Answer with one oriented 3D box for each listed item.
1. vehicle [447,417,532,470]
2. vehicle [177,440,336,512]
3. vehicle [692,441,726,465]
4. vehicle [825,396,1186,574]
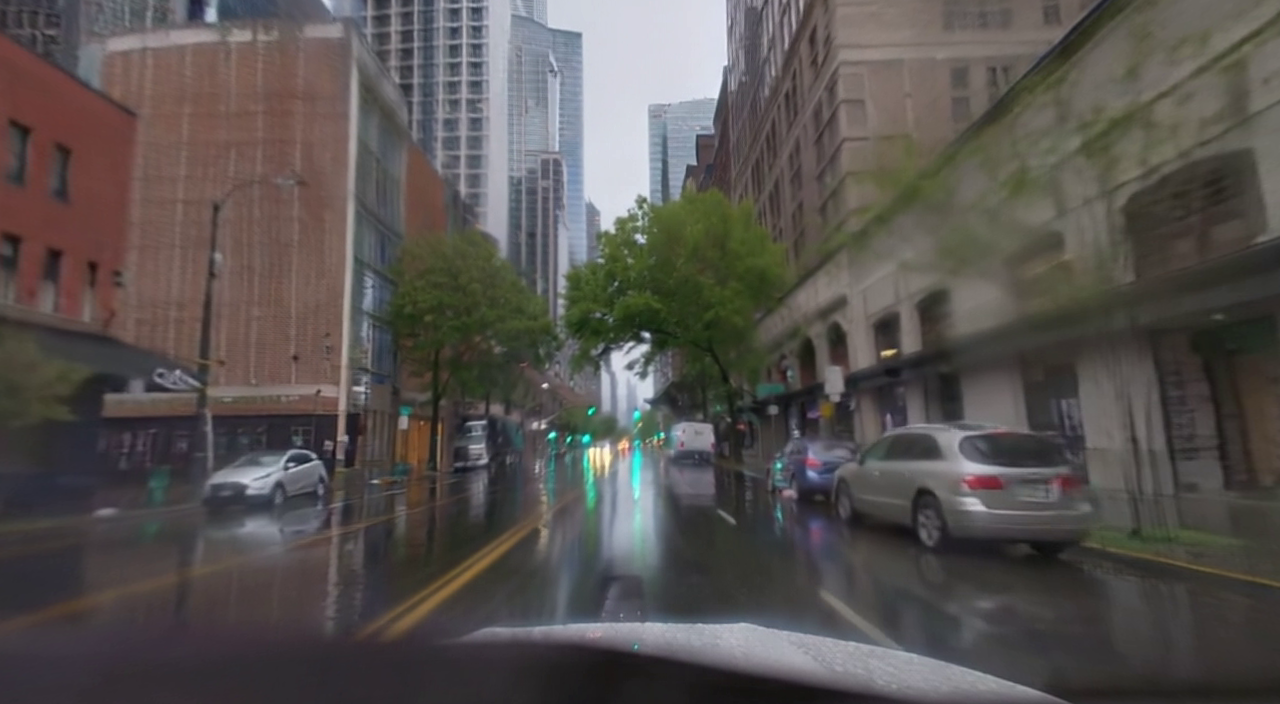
[{"bbox_3d":[-11.046,6.961,48.024,3.049,3.345,12.614,-3,-8,1],"label":"vehicle"},{"bbox_3d":[-11.128,3.617,18.814,2.039,1.770,4.445,-3,-9,-1],"label":"vehicle"},{"bbox_3d":[4.559,6.717,42.218,1.891,1.535,4.068,0,-8,1],"label":"vehicle"},{"bbox_3d":[4.743,1.825,9.552,2.237,1.908,5.320,0,-8,0],"label":"vehicle"}]
